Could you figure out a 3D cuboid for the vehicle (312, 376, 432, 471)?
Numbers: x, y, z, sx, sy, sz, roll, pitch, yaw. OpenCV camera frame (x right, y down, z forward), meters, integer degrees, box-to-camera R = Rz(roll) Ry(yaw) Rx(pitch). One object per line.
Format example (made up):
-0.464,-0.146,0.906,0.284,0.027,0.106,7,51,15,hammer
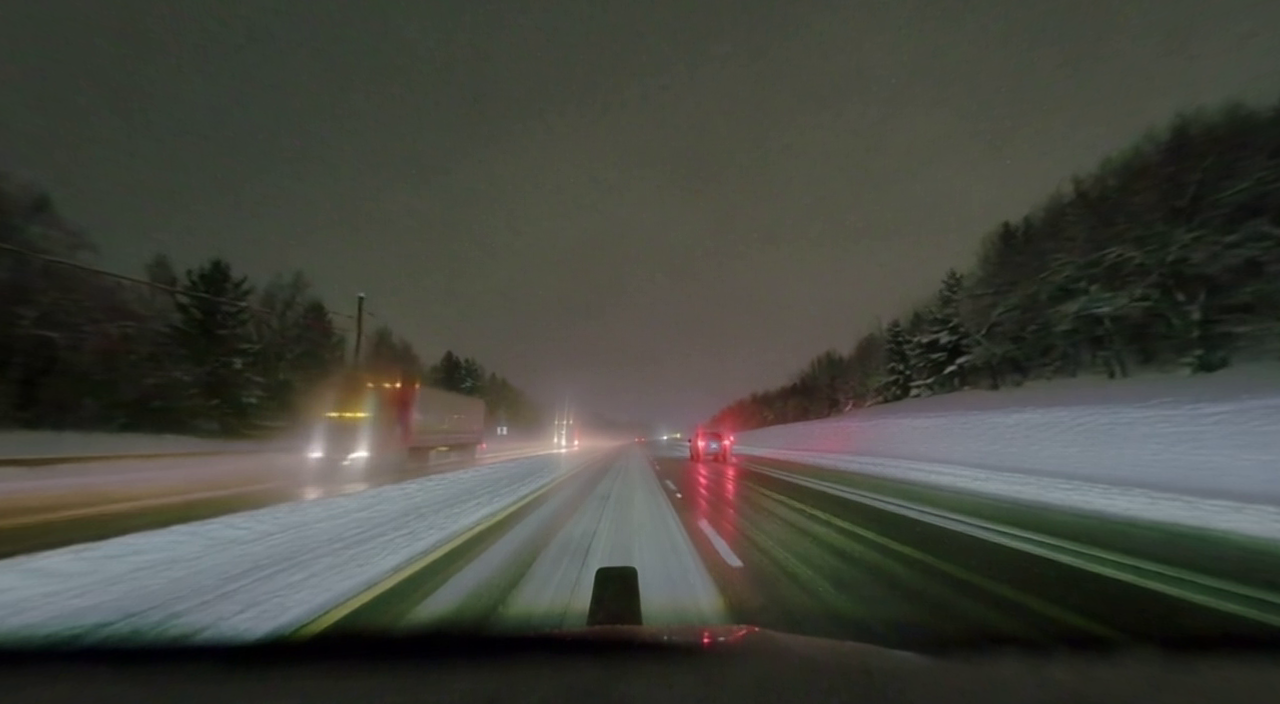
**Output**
-12.652,3.511,30.429,3.009,4.091,6.327,0,-8,-1,vehicle

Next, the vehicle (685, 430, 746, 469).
3.192,4.245,27.607,2.084,1.583,4.420,0,-8,-1,vehicle
